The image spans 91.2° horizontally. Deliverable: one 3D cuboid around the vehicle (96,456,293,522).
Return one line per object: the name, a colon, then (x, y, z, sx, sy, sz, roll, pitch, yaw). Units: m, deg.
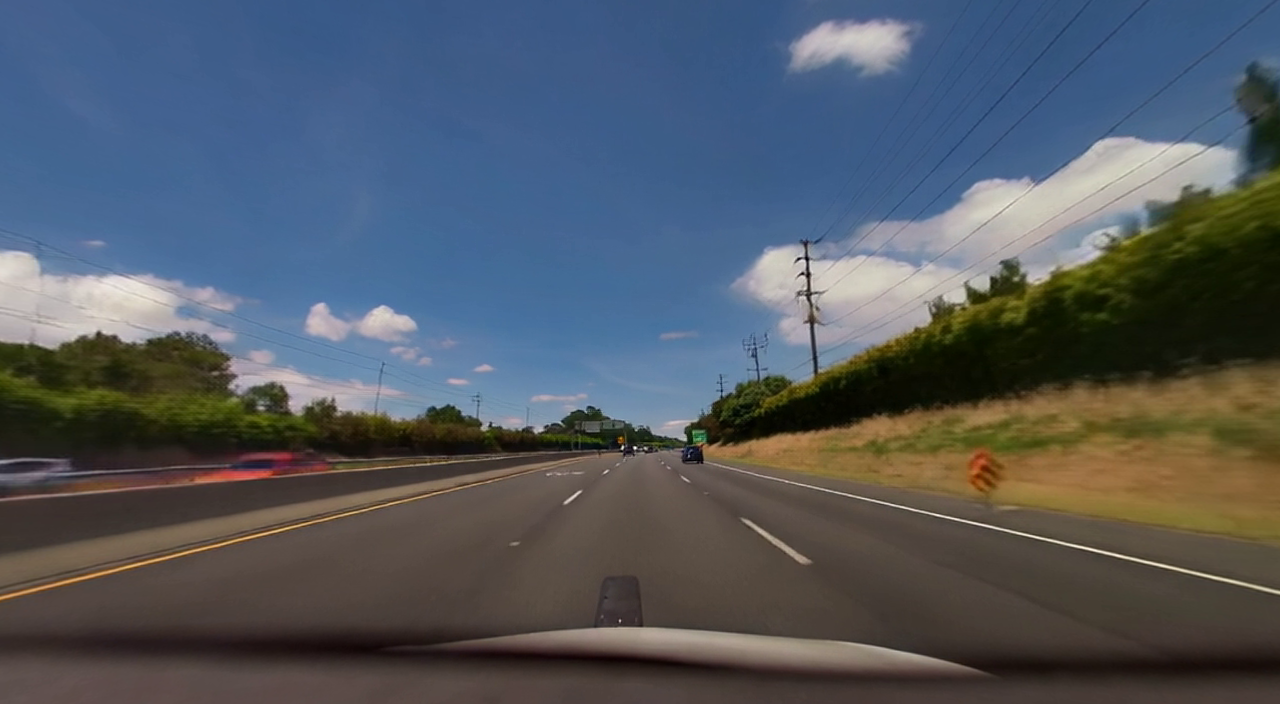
vehicle: (-11.593, 3.551, 16.813, 1.994, 1.464, 4.494, 0, -9, 0)

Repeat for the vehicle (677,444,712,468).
vehicle: (3.820, 7.312, 44.224, 2.054, 1.565, 4.089, 0, -9, -1)
